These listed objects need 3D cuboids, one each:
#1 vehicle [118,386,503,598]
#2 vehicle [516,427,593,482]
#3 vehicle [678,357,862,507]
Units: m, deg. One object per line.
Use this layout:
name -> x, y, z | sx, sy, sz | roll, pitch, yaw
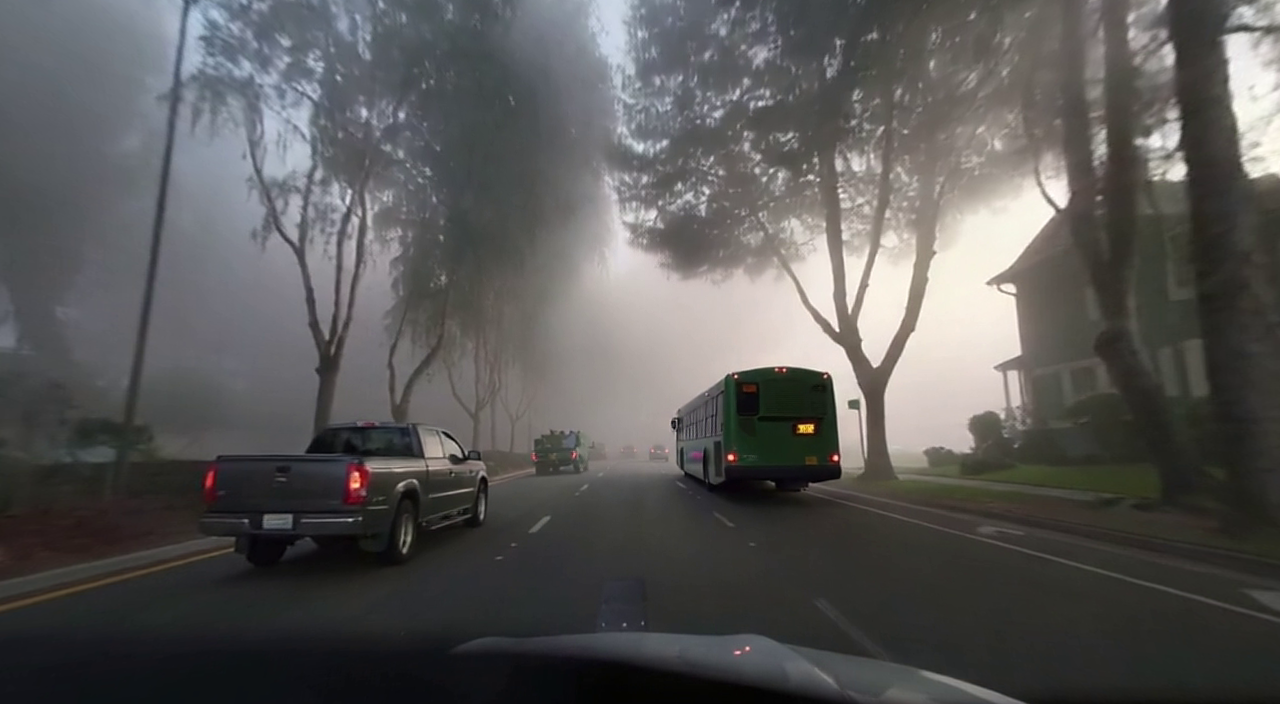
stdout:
vehicle -> -3.480, 1.622, 8.190 | 2.074, 1.849, 5.137 | -1, -9, 2
vehicle -> -3.478, 4.365, 27.054 | 2.513, 2.066, 5.820 | 0, -9, 0
vehicle -> 3.234, 2.675, 20.186 | 3.059, 3.264, 12.623 | 0, -9, -1
